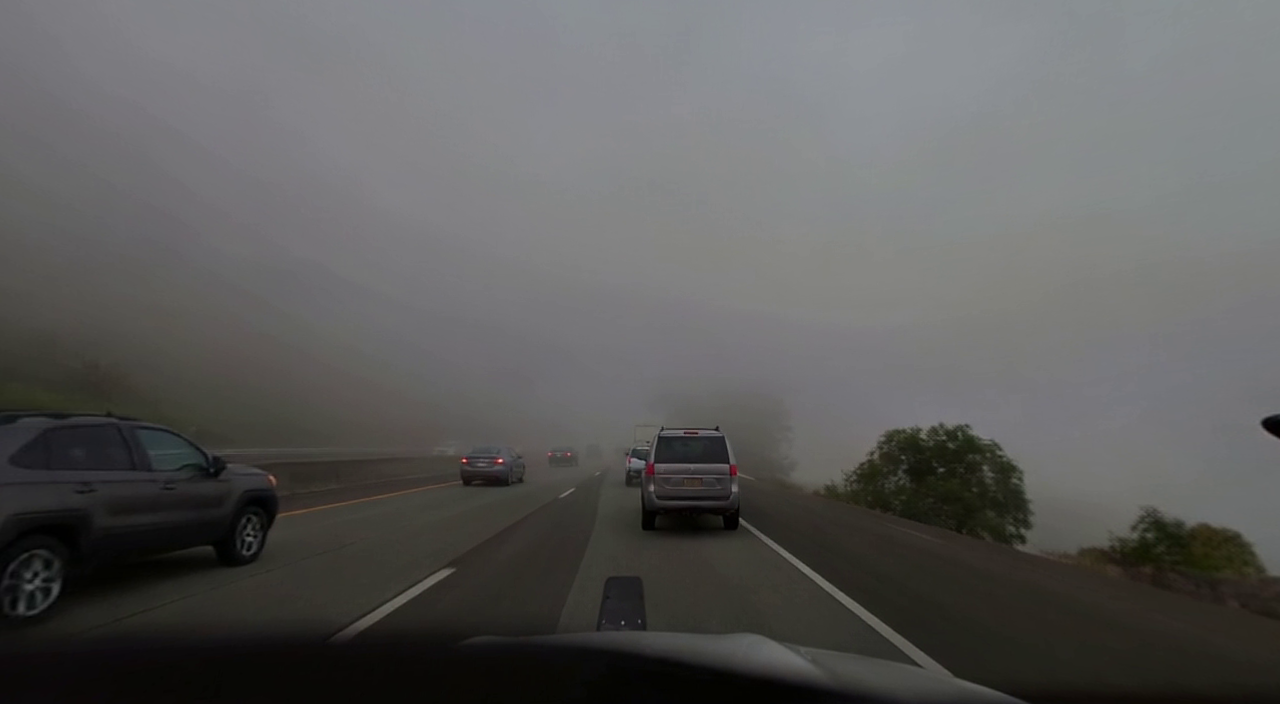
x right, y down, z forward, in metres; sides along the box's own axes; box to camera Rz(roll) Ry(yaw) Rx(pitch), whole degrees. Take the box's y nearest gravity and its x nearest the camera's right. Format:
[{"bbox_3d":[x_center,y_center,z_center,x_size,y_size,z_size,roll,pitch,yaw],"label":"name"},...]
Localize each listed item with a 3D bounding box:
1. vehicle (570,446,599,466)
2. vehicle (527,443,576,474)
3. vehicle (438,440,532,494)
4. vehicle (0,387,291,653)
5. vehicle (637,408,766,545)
[{"bbox_3d":[-4.289,8.113,49.312,1.857,1.423,3.920,0,-9,1],"label":"vehicle"},{"bbox_3d":[-4.629,5.624,33.585,1.855,1.527,4.209,0,-9,2],"label":"vehicle"},{"bbox_3d":[-4.678,3.527,19.626,1.867,1.489,3.829,0,-9,1],"label":"vehicle"},{"bbox_3d":[-4.955,1.208,4.959,1.934,1.642,4.201,0,-9,1],"label":"vehicle"},{"bbox_3d":[0.865,2.072,11.009,1.825,1.920,3.960,0,-9,0],"label":"vehicle"}]
